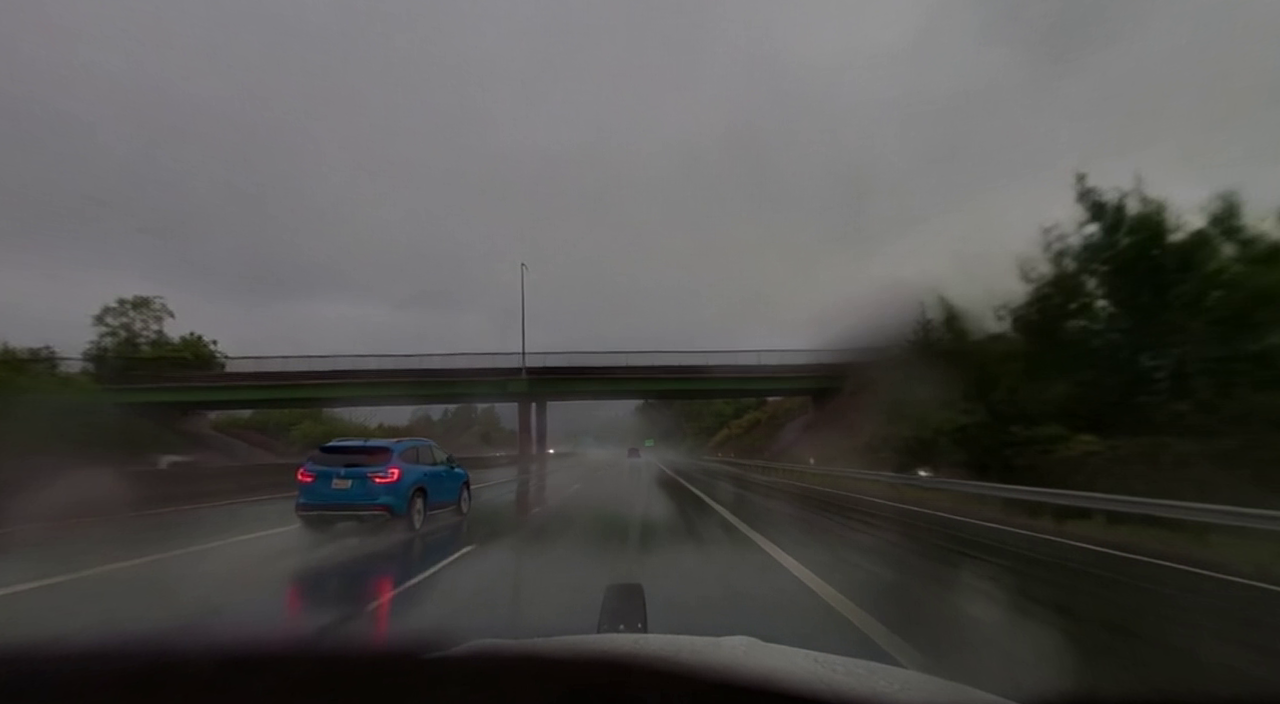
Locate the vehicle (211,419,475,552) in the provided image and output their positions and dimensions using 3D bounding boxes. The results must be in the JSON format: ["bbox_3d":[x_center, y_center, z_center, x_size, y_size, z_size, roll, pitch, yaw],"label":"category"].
[{"bbox_3d":[-4.601,2.143,10.843,2.221,1.750,4.706,0,-9,0],"label":"vehicle"}]
